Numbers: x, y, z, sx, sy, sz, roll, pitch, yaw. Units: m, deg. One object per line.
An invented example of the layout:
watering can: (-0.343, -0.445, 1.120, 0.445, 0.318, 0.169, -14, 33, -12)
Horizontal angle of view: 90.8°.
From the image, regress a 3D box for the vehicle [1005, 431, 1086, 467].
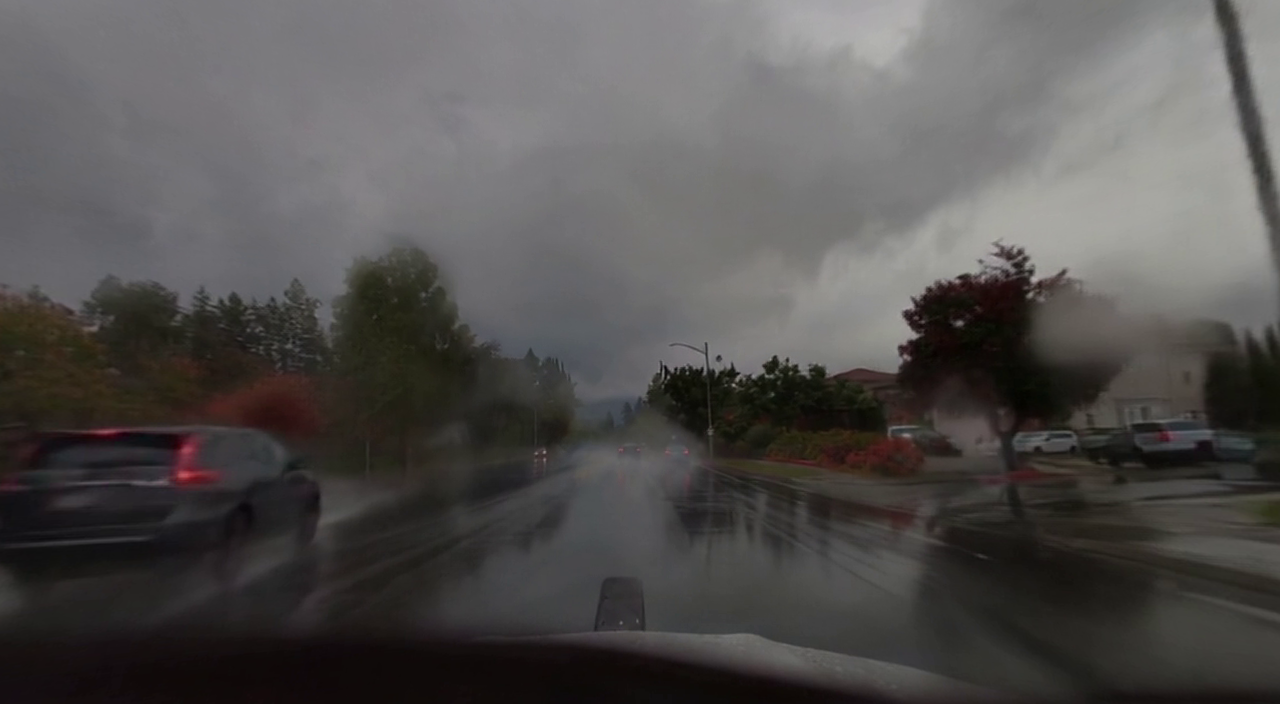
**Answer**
vehicle: (18.153, 4.291, 28.173, 2.106, 1.460, 4.389, -8, -11, 43)

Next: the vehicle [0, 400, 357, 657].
vehicle: (-4.641, 1.537, 6.734, 2.205, 1.706, 4.904, 2, -9, -16)

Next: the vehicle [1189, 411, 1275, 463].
vehicle: (24.197, 3.511, 25.807, 2.210, 1.906, 4.718, -8, -12, 44)

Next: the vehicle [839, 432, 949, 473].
vehicle: (10.508, 4.166, 26.338, 1.903, 1.569, 3.751, 5, -10, -33)

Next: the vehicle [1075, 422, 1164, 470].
vehicle: (18.674, 3.632, 24.497, 2.150, 1.659, 4.678, -8, -11, 42)

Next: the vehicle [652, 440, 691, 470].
vehicle: (1.766, 5.969, 36.726, 2.003, 1.614, 4.072, 0, -8, -1)

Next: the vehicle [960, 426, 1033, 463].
vehicle: (18.157, 4.689, 32.049, 2.043, 1.691, 4.436, -8, -11, 43)
